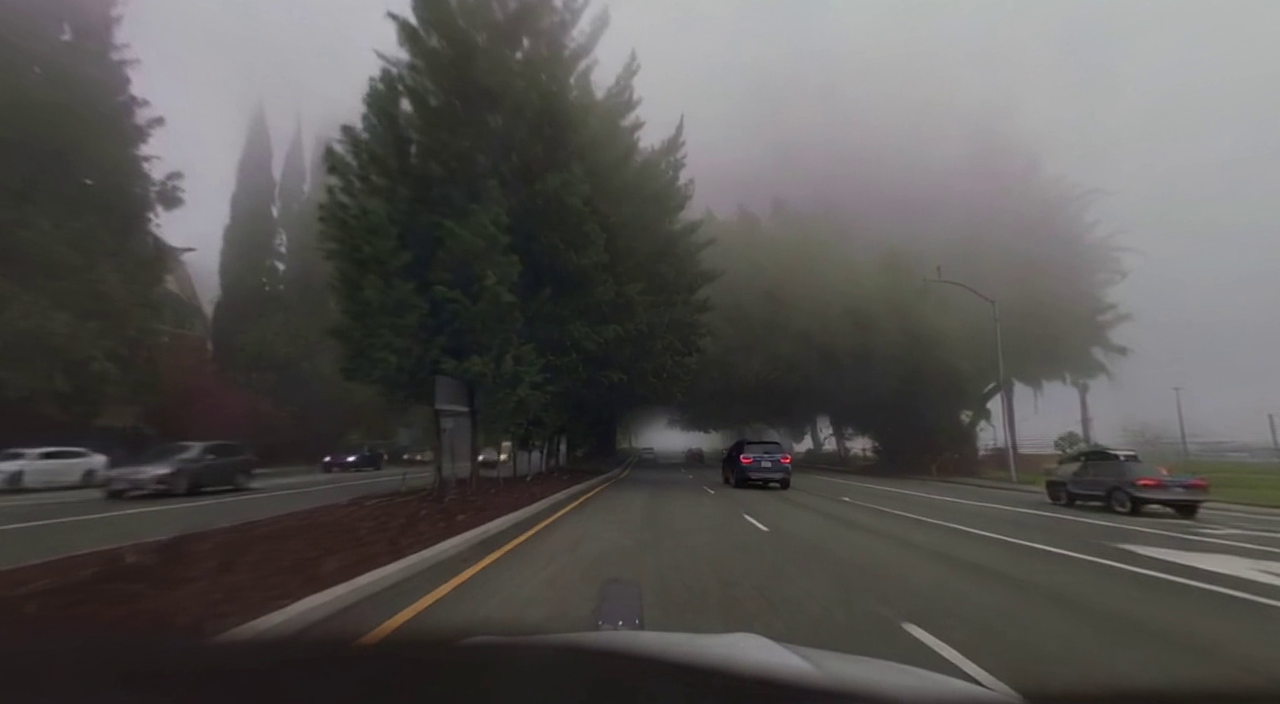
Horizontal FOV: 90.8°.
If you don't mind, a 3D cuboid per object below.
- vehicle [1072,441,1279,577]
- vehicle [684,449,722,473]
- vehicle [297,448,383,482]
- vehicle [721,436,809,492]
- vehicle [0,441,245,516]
[{"bbox_3d":[8.043,1.912,8.146,1.949,1.492,4.103,0,-9,-2],"label":"vehicle"},{"bbox_3d":[4.073,7.138,41.758,2.064,1.474,4.389,0,-9,0],"label":"vehicle"},{"bbox_3d":[-15.416,5.801,32.822,1.991,1.513,5.063,0,-8,0],"label":"vehicle"},{"bbox_3d":[4.353,3.989,22.883,2.209,1.813,4.724,0,-9,0],"label":"vehicle"},{"bbox_3d":[-11.967,2.900,15.097,2.046,1.485,4.591,0,-9,0],"label":"vehicle"}]
